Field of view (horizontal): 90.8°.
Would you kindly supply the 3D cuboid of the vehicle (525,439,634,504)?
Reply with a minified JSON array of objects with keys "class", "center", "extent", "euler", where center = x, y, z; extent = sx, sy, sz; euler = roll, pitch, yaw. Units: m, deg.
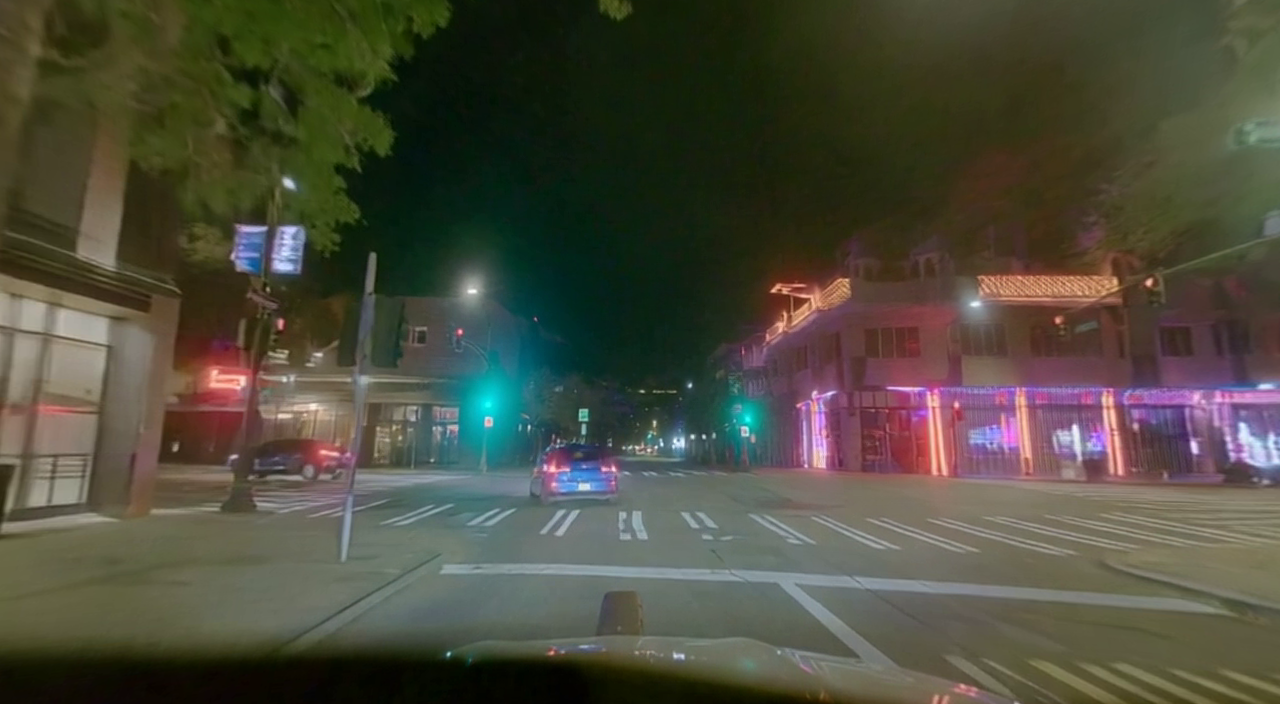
[{"class":"vehicle","center":[-1.795,3.154,17.169],"extent":[2.106,1.482,4.459],"euler":[2,-9,-16]}]

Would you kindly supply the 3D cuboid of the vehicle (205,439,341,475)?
[{"class":"vehicle","center":[-15.511,4.448,26.862],"extent":[4.627,1.468,1.871],"euler":[-1,-9,3]}]
